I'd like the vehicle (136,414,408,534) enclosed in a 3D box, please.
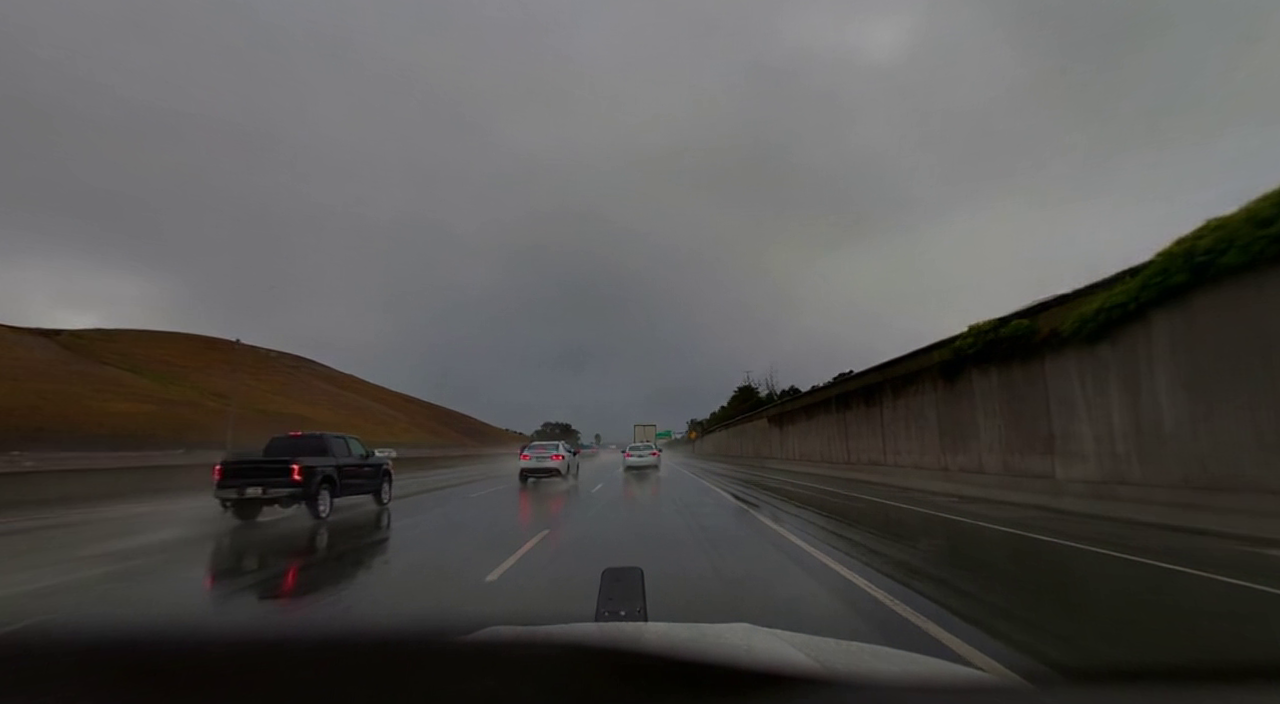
[{"bbox_3d":[-6.706,2.294,12.474,2.108,1.856,5.214,0,-9,1],"label":"vehicle"}]

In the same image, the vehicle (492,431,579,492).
[{"bbox_3d":[-3.404,3.672,21.483,2.093,1.820,4.506,0,-9,1],"label":"vehicle"}]

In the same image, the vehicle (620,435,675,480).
[{"bbox_3d":[0.292,4.603,27.716,2.233,1.804,4.273,0,-9,-1],"label":"vehicle"}]
